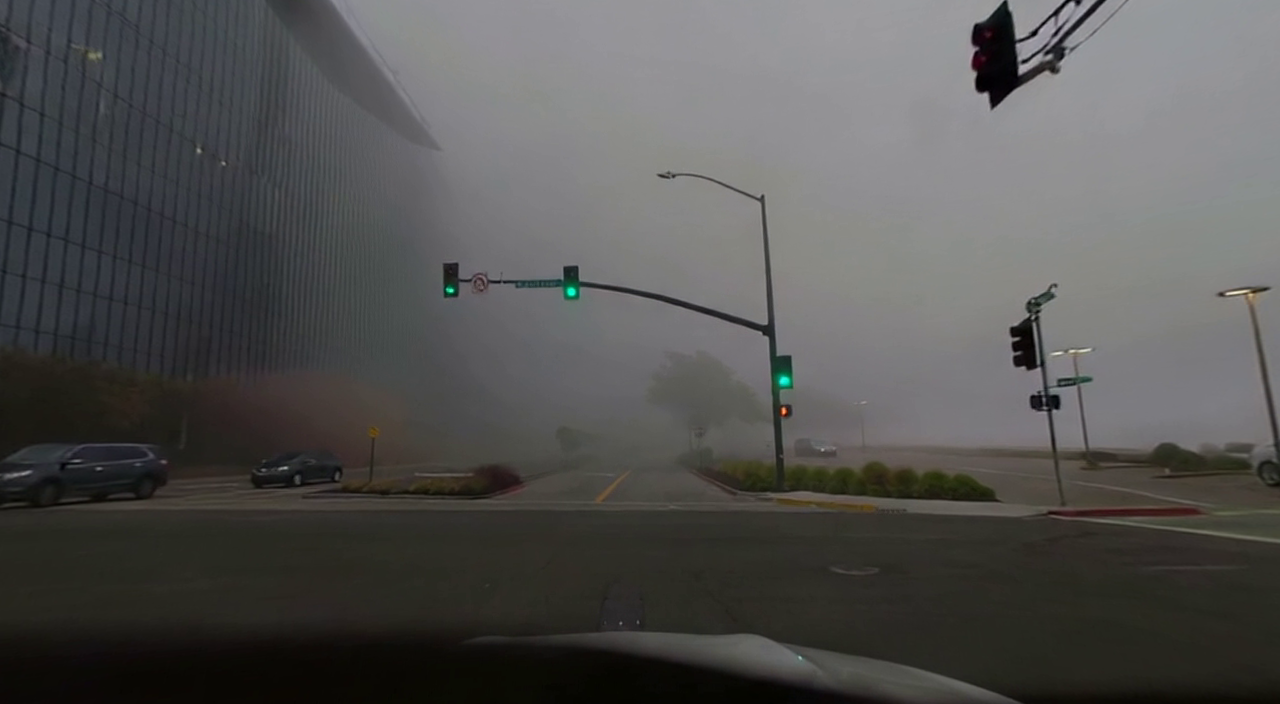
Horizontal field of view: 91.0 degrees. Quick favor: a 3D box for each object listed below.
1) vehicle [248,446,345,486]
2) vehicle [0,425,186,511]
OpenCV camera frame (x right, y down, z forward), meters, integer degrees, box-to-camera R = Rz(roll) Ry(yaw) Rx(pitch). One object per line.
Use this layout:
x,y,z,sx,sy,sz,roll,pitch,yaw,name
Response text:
-15.089,4.982,27.936,1.932,1.605,4.146,0,-9,0,vehicle
-14.976,2.972,16.654,2.091,1.915,5.040,0,-9,1,vehicle
